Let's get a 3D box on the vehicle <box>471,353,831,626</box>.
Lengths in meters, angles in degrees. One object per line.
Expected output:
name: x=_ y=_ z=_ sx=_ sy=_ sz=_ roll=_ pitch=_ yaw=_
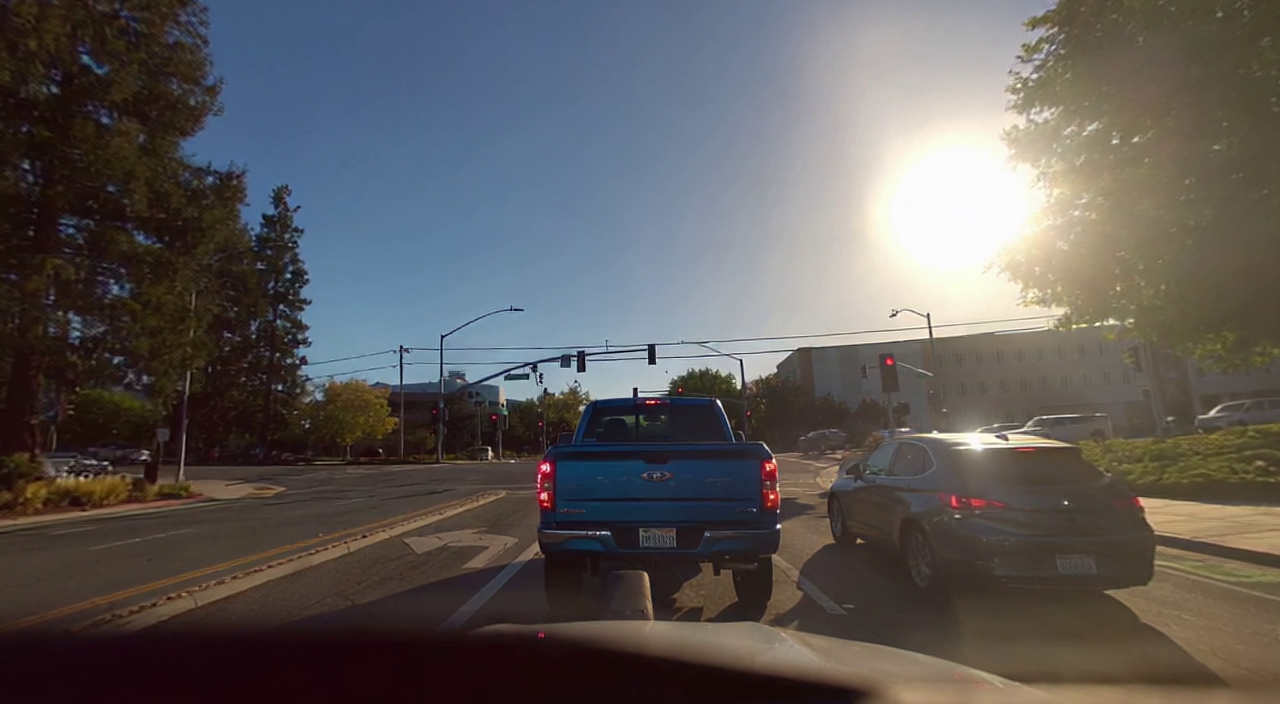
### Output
vehicle: x=0.102 y=1.403 z=7.439 sx=2.636 sy=2.011 sz=5.425 roll=0 pitch=-8 yaw=1

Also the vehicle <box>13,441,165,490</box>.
vehicle: x=-21.741 y=4.467 z=25.199 sx=2.062 sy=1.764 sz=4.508 roll=0 pitch=-8 yaw=-2

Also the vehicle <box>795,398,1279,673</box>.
vehicle: x=3.332 y=1.502 z=6.495 sx=2.155 sy=1.667 sz=5.162 roll=0 pitch=-8 yaw=0
